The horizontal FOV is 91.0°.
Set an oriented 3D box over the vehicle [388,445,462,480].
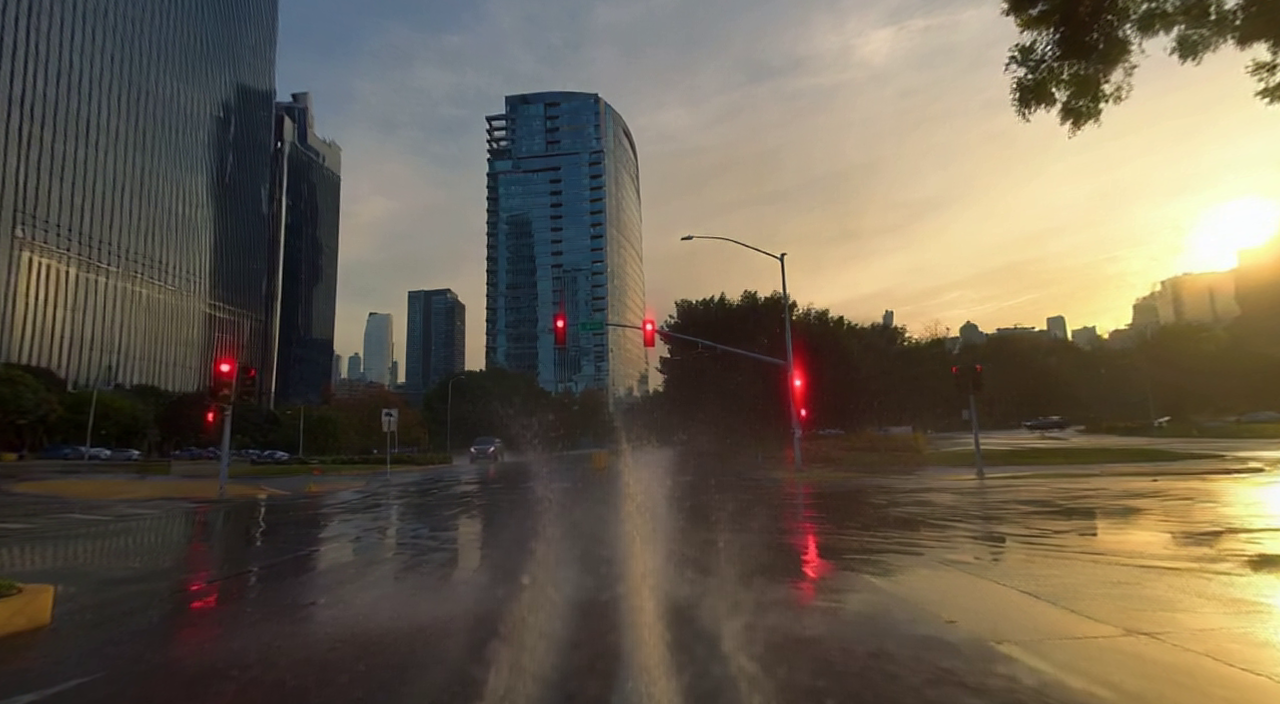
[{"bbox_3d":[-11.649,5.994,34.459,2.069,1.771,4.947,0,-9,3],"label":"vehicle"}]
